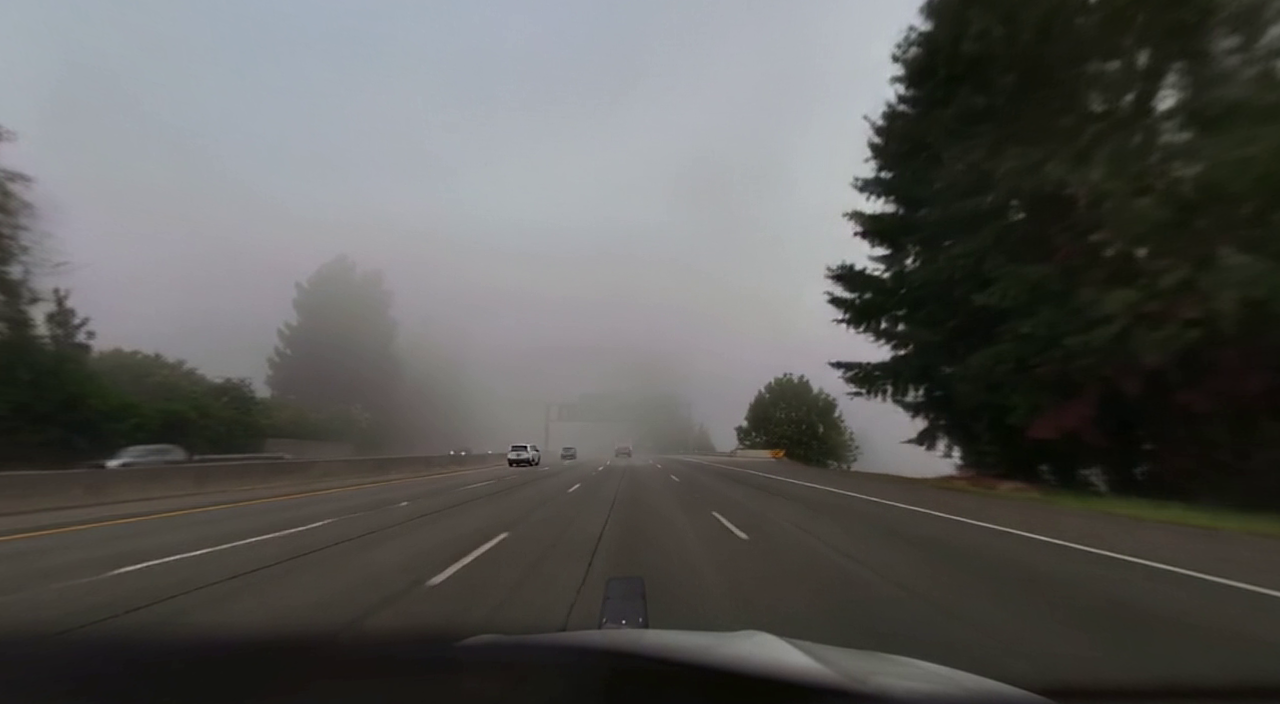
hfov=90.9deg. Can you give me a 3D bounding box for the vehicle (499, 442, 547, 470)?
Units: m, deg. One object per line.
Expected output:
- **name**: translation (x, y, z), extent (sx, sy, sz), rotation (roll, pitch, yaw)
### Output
- **vehicle**: translation (-7.648, 6.815, 41.709), extent (2.179, 1.710, 5.160), rotation (0, -8, 0)

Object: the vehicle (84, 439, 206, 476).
- **vehicle**: translation (-25.668, 5.470, 33.026), extent (2.103, 1.780, 5.422), rotation (0, -8, -2)
